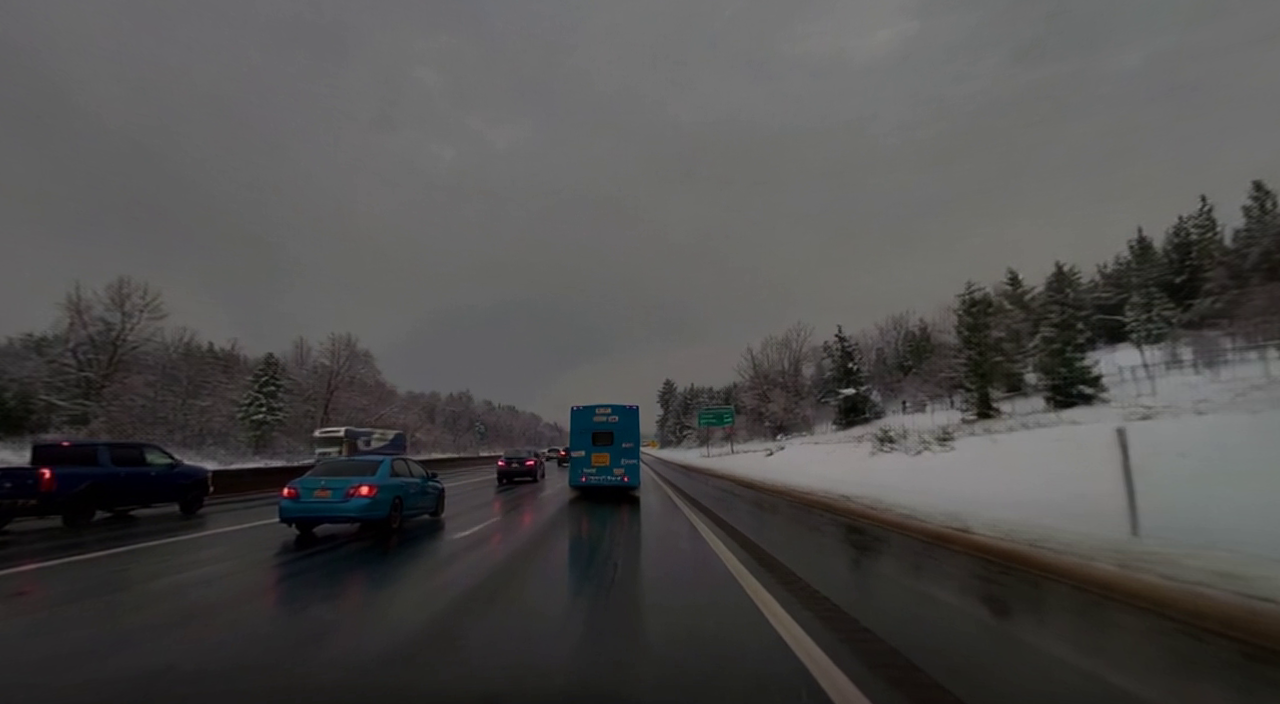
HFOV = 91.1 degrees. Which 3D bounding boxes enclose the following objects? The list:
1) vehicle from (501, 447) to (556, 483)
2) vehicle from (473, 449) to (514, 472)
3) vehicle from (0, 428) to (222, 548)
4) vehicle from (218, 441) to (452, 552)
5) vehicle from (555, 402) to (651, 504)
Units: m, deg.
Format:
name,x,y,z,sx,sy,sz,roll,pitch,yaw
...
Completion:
name,x,y,z,sx,sy,sz,roll,pitch,yaw
vehicle,-4.975,5.093,28.572,1.872,1.480,3.545,0,-9,-1
vehicle,-10.071,7.476,43.580,1.886,1.462,4.084,0,-9,-1
vehicle,-9.599,2.185,10.711,2.010,1.621,4.252,0,-9,0
vehicle,-4.650,2.235,10.408,1.876,1.438,4.072,0,-9,-1
vehicle,-0.970,2.946,18.520,2.394,2.556,5.232,0,-9,-1
